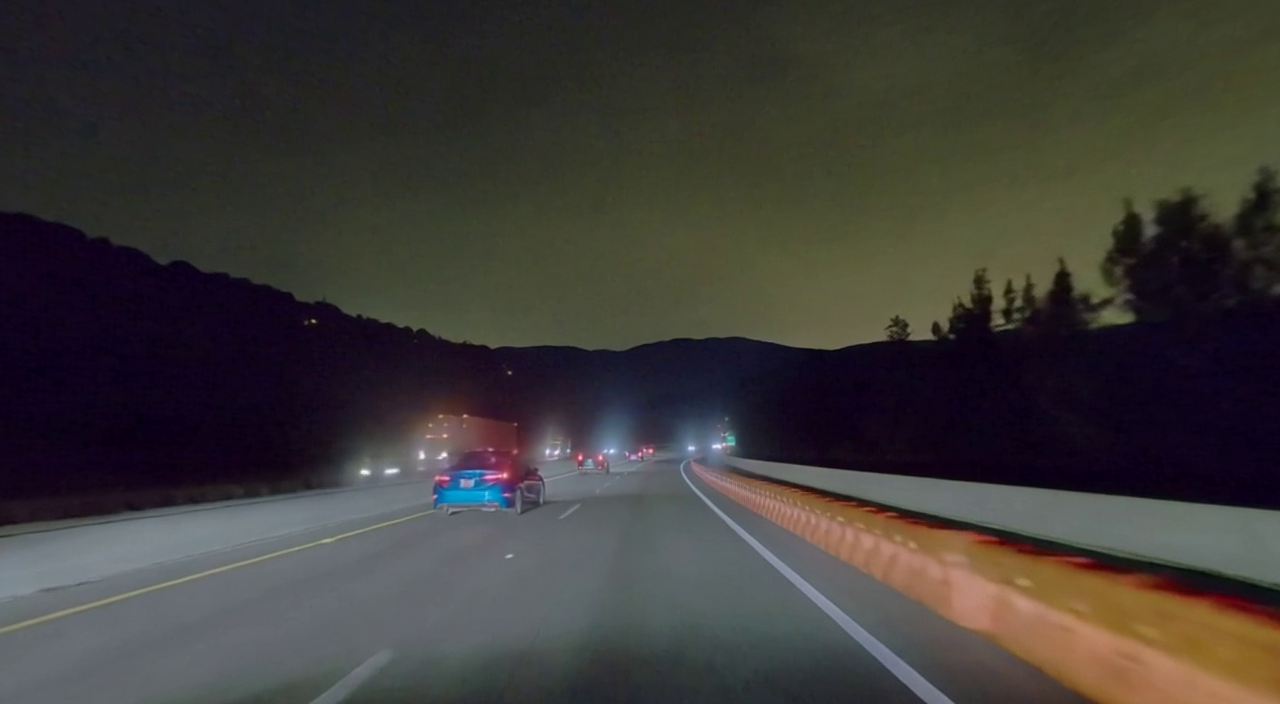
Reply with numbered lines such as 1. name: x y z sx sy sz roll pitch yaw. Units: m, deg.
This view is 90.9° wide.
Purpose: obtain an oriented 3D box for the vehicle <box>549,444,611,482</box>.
1. vehicle: -2.441 4.664 26.678 2.094 1.480 4.124 -1 -9 2

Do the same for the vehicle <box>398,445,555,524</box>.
1. vehicle: -3.085 2.602 12.868 2.061 1.330 3.928 0 -9 1
